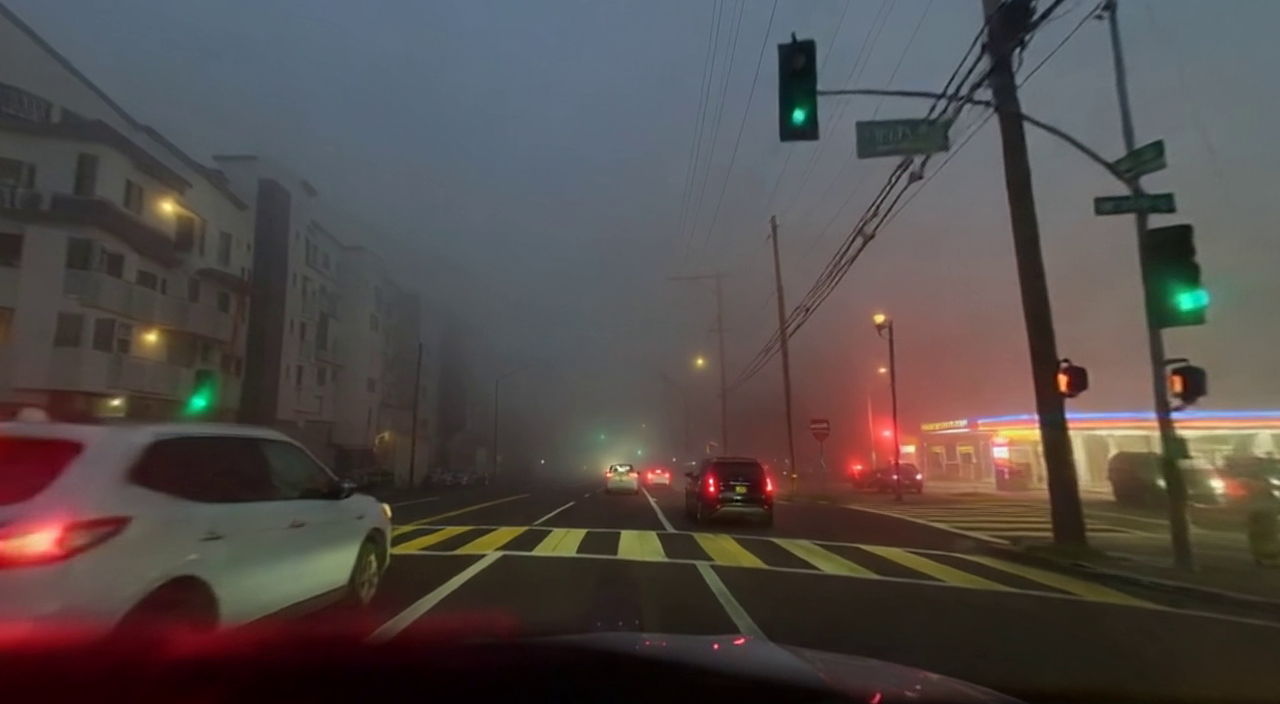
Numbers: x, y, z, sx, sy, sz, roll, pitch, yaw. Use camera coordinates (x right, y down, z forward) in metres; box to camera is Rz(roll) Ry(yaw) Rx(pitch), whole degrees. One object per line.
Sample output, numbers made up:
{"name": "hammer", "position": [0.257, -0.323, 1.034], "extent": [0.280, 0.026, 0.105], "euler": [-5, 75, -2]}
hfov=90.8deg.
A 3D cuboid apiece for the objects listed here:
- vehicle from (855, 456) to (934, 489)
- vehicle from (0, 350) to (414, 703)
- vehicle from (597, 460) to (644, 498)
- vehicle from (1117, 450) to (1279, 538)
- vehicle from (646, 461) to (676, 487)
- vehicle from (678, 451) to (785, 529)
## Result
{"name": "vehicle", "position": [13.020, 6.182, 32.650], "extent": [1.846, 1.480, 4.649], "euler": [0, -9, -4]}
{"name": "vehicle", "position": [-3.309, 1.118, 3.888], "extent": [2.221, 1.706, 4.451], "euler": [0, -8, -1]}
{"name": "vehicle", "position": [-0.856, 5.756, 28.856], "extent": [1.999, 1.487, 3.939], "euler": [0, -8, -1]}
{"name": "vehicle", "position": [12.322, 2.834, 13.095], "extent": [4.048, 1.539, 1.820], "euler": [3, -9, -19]}
{"name": "vehicle", "position": [1.485, 8.901, 46.376], "extent": [1.953, 1.687, 4.094], "euler": [0, -8, -2]}
{"name": "vehicle", "position": [2.168, 3.411, 16.216], "extent": [1.945, 1.647, 4.160], "euler": [0, -8, -3]}
